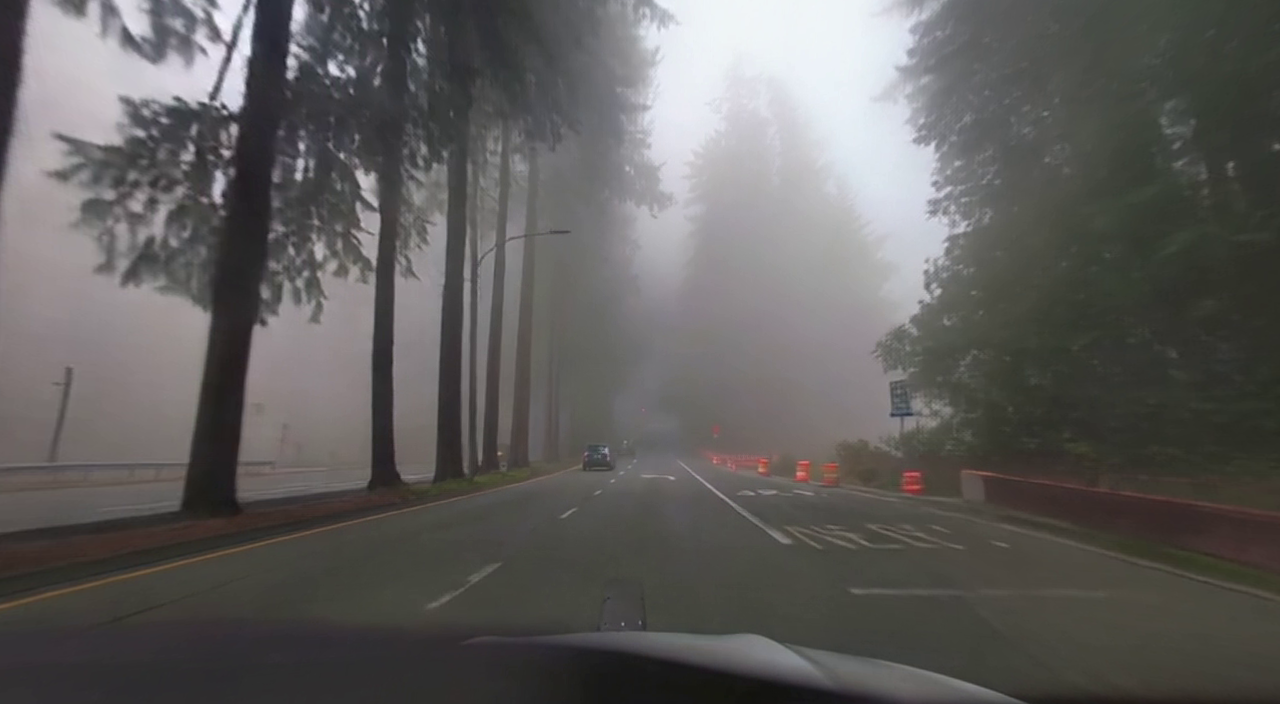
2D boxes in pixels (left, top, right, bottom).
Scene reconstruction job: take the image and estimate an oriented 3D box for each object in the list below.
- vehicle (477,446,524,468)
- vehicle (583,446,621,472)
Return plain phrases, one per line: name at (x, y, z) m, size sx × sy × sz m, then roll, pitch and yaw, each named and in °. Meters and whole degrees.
vehicle at (-9.653, 7.275, 43.716) m, size 1.953 × 1.471 × 4.670 m, roll -1°, pitch -9°, yaw 4°
vehicle at (-2.307, 6.650, 39.293) m, size 2.029 × 1.511 × 3.922 m, roll 0°, pitch -9°, yaw 2°
